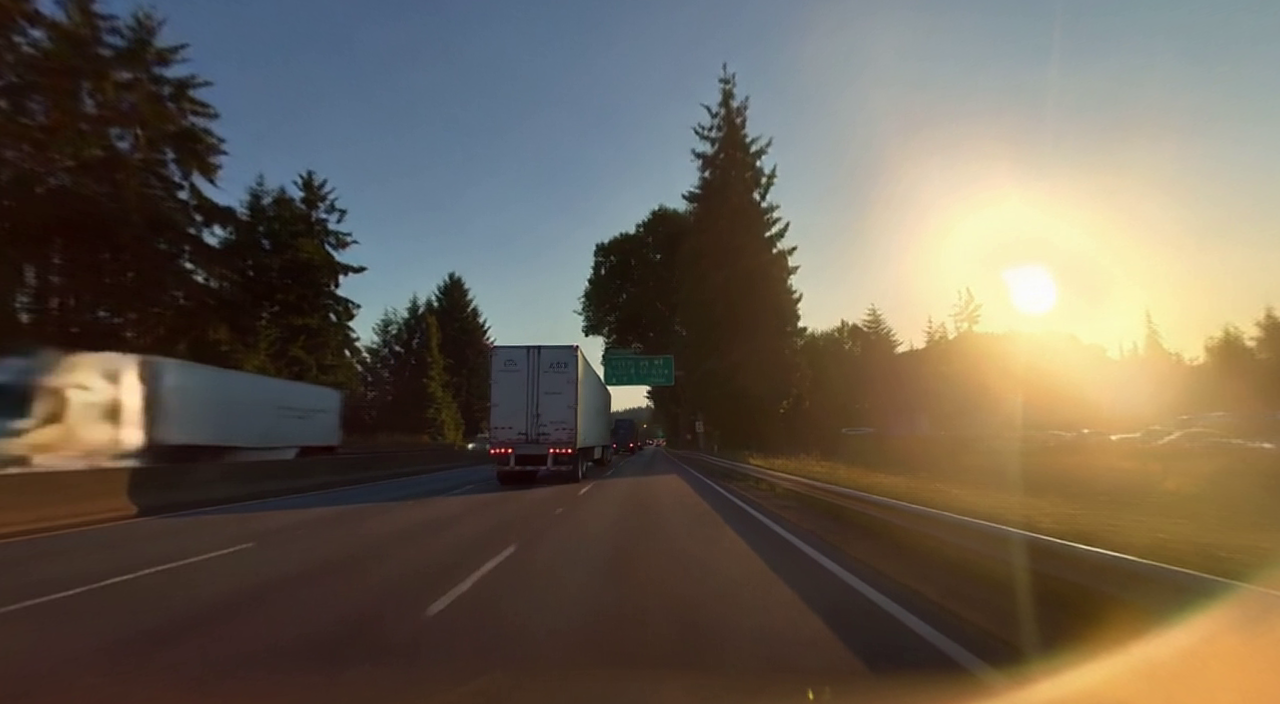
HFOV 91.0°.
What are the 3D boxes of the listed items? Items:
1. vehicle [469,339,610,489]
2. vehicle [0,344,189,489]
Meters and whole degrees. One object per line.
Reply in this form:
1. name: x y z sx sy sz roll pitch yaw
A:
1. vehicle: -3.060 2.677 24.233 2.947 4.051 14.256 -1 -8 1
2. vehicle: -18.130 2.133 20.087 2.973 3.958 5.603 0 -8 1
